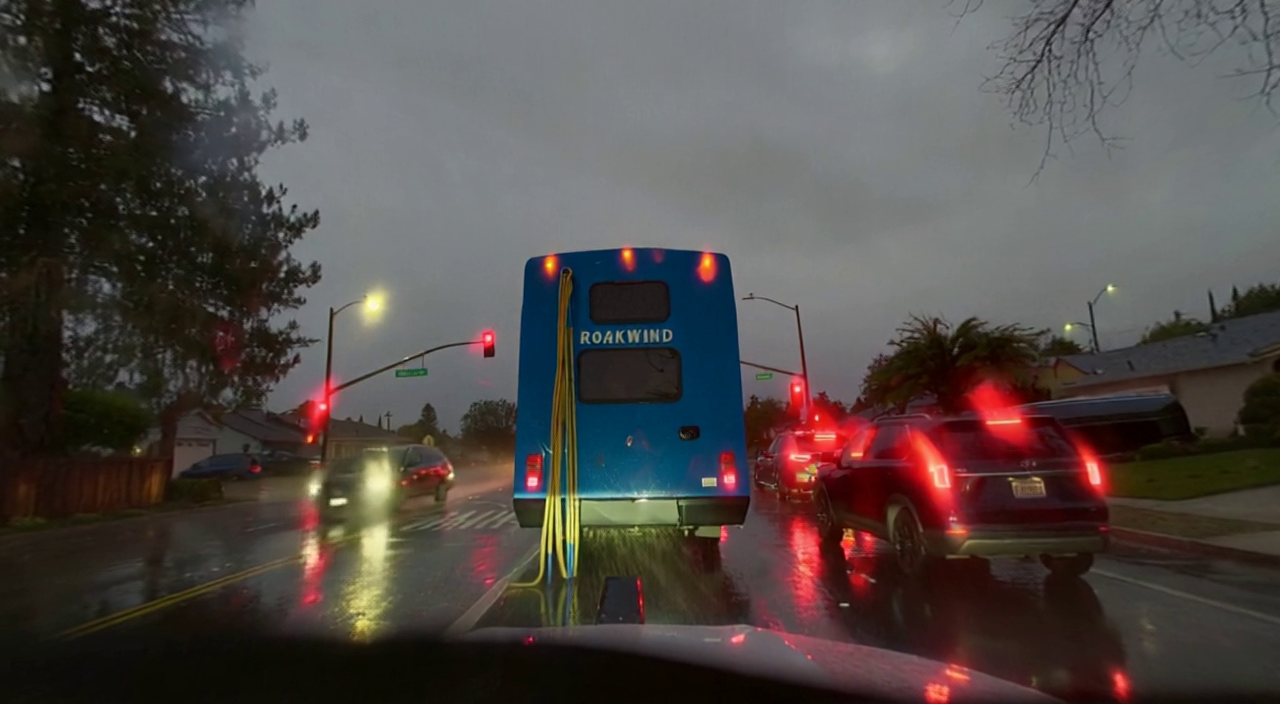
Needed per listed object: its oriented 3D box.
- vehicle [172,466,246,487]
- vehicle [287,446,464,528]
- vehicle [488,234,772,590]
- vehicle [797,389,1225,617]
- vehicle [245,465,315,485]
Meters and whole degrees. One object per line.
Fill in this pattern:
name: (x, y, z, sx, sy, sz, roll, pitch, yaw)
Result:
vehicle: (-32.686, 9.415, 47.960, 4.311, 1.458, 1.707, 0, -9, -3)
vehicle: (-5.581, 2.865, 14.139, 1.979, 1.483, 4.668, 0, -9, -1)
vehicle: (-0.100, 1.133, 10.327, 2.709, 3.511, 8.213, 0, -9, 0)
vehicle: (3.411, 1.493, 7.137, 2.104, 1.735, 4.408, 0, -9, 0)
vehicle: (-27.408, 9.364, 48.144, 4.187, 1.445, 1.809, 0, -9, 0)
